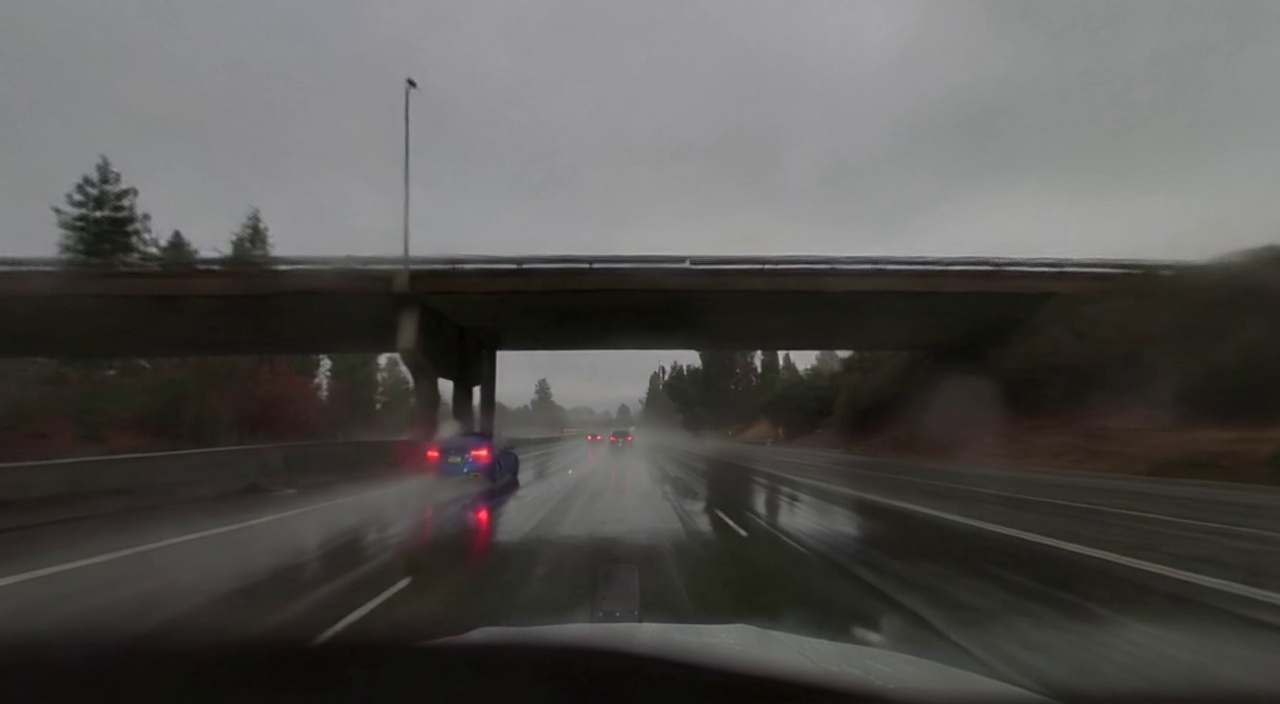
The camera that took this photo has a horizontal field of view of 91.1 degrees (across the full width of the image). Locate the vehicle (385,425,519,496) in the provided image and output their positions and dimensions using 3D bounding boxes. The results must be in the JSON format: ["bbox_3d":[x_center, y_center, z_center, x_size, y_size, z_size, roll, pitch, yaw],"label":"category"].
[{"bbox_3d":[-4.521,2.670,15.952,2.017,1.537,4.496,0,-8,0],"label":"vehicle"}]

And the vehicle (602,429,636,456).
[{"bbox_3d":[-1.314,5.938,41.368,2.116,1.625,4.004,0,-8,0],"label":"vehicle"}]
